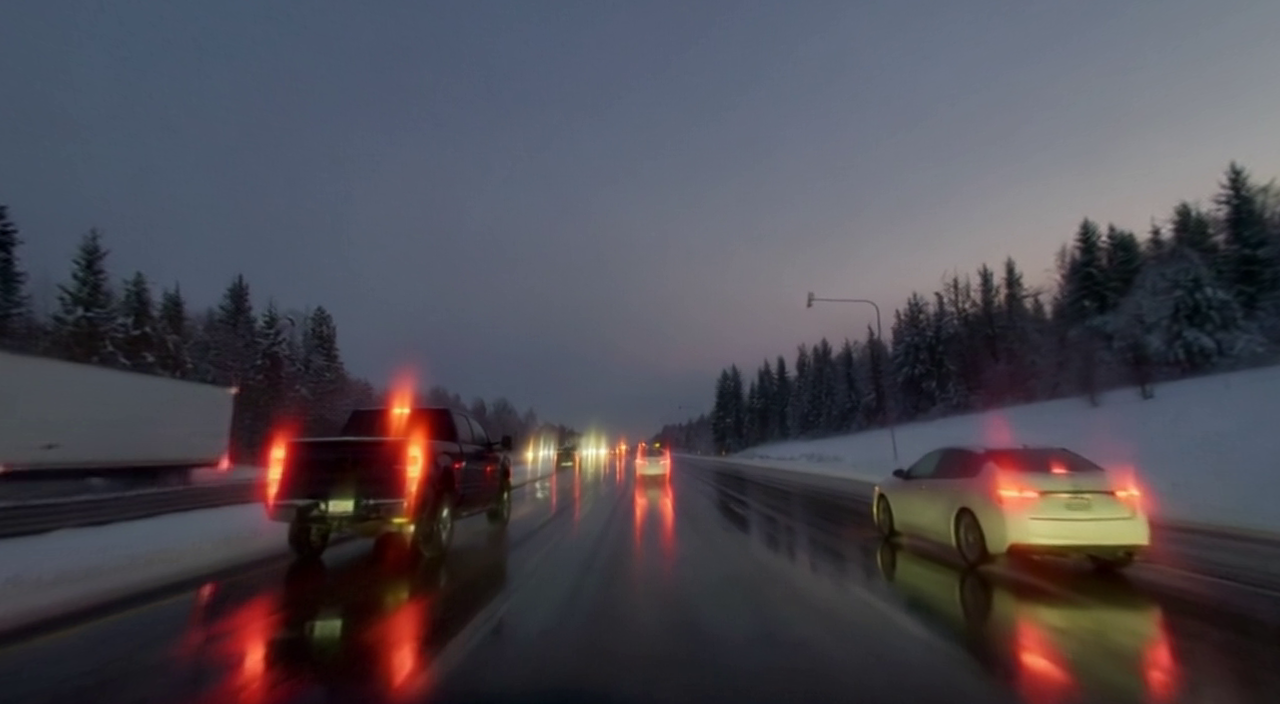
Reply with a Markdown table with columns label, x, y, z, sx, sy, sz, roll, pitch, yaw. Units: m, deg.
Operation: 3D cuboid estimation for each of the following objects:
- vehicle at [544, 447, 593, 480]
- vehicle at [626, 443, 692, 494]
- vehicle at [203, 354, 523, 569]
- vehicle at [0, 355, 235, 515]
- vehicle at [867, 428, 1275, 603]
| label | x | y | z | sx | sy | sz | roll | pitch | yaw |
| --- | --- | --- | --- | --- | --- | --- | --- | --- | --- |
| vehicle | -3.544 | 5.596 | 31.783 | 1.940 | 1.502 | 4.463 | 0 | -9 | 0 |
| vehicle | 0.564 | 3.946 | 21.571 | 2.015 | 1.526 | 4.286 | 0 | -9 | -1 |
| vehicle | -3.743 | 1.714 | 10.307 | 2.523 | 2.458 | 6.022 | 0 | -9 | 0 |
| vehicle | -17.694 | 2.362 | 17.450 | 2.916 | 4.023 | 14.198 | -1 | -9 | 2 |
| vehicle | 4.505 | 1.736 | 7.533 | 1.961 | 1.491 | 4.035 | 0 | -9 | -1 |
